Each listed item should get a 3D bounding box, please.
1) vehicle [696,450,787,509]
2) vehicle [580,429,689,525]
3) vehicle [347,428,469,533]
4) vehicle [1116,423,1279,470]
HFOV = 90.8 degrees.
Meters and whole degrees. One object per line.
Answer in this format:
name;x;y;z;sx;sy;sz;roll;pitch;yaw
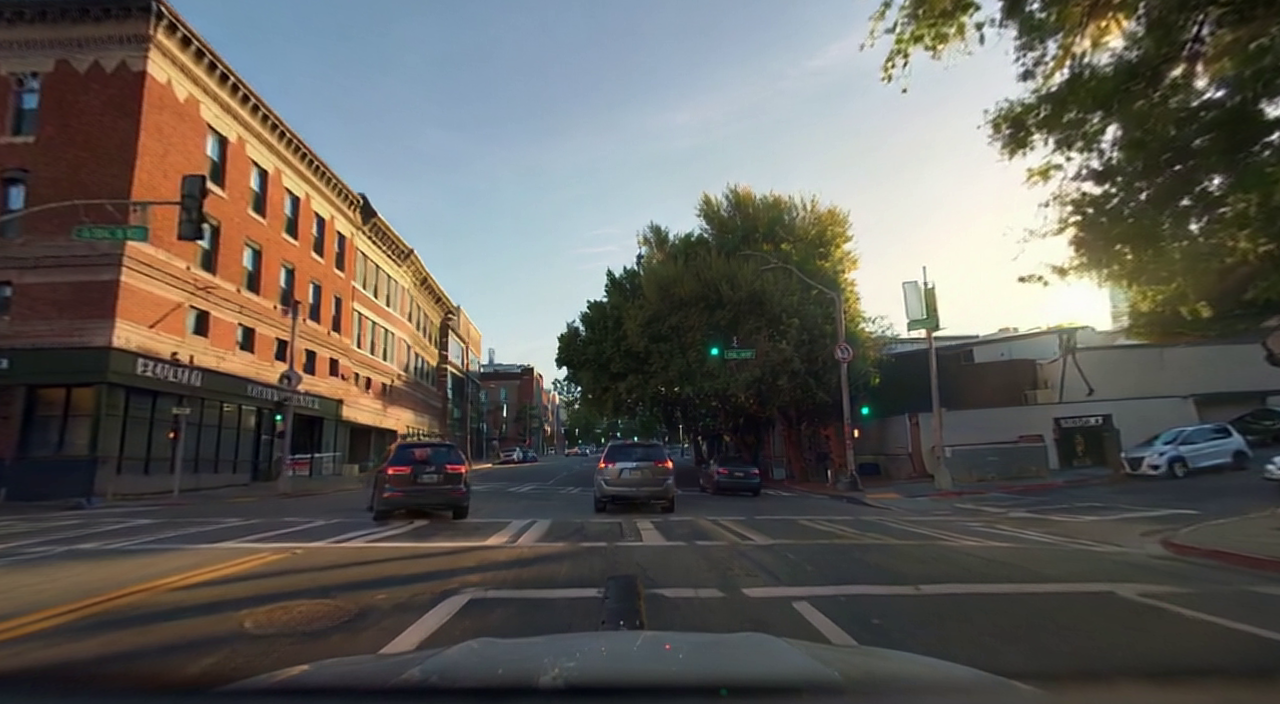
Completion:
vehicle;2.798;3.615;18.355;1.852;1.462;4.155;0;-8;-1
vehicle;-0.164;2.761;14.552;2.105;1.842;4.537;0;-8;-2
vehicle;-5.043;2.585;13.369;1.855;1.812;4.244;4;-9;-26
vehicle;20.936;3.551;23.819;4.355;1.663;1.948;0;-9;0
